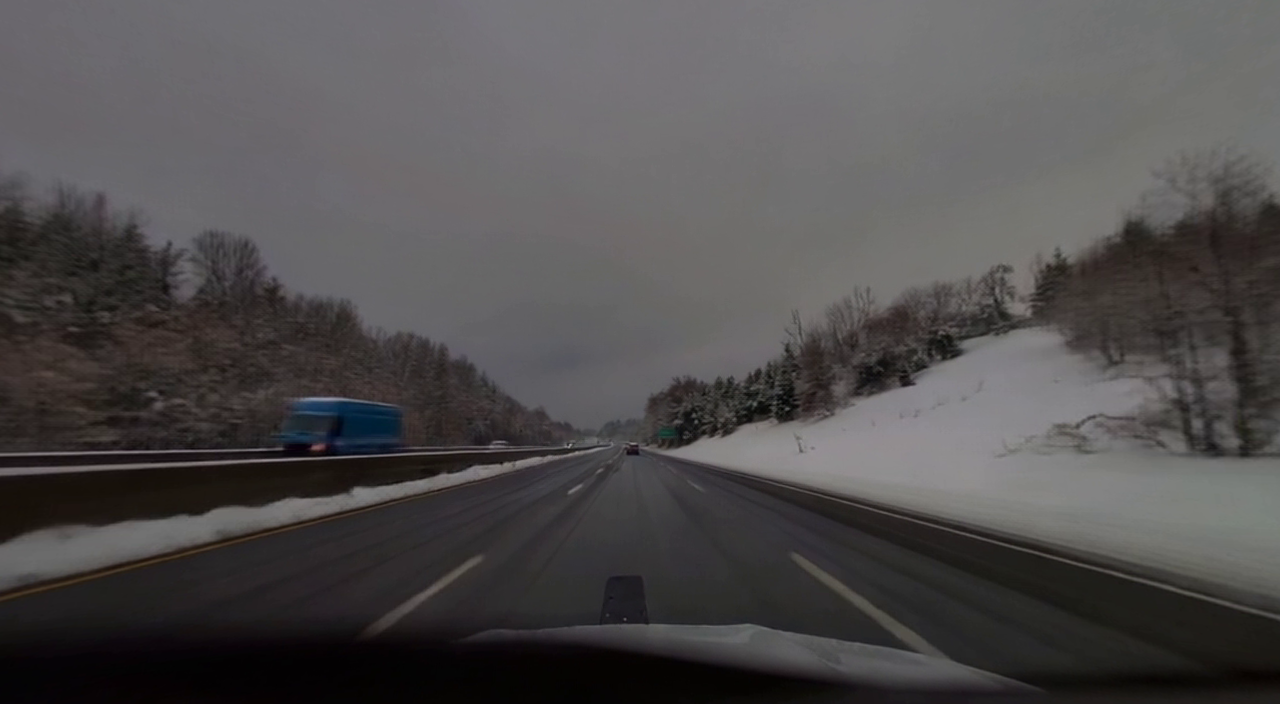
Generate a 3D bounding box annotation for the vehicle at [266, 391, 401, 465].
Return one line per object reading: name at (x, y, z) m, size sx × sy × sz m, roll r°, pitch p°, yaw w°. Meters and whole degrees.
vehicle at (-16.815, 4.400, 35.485) m, size 2.967 × 3.629 × 9.285 m, roll 0°, pitch -8°, yaw 0°
